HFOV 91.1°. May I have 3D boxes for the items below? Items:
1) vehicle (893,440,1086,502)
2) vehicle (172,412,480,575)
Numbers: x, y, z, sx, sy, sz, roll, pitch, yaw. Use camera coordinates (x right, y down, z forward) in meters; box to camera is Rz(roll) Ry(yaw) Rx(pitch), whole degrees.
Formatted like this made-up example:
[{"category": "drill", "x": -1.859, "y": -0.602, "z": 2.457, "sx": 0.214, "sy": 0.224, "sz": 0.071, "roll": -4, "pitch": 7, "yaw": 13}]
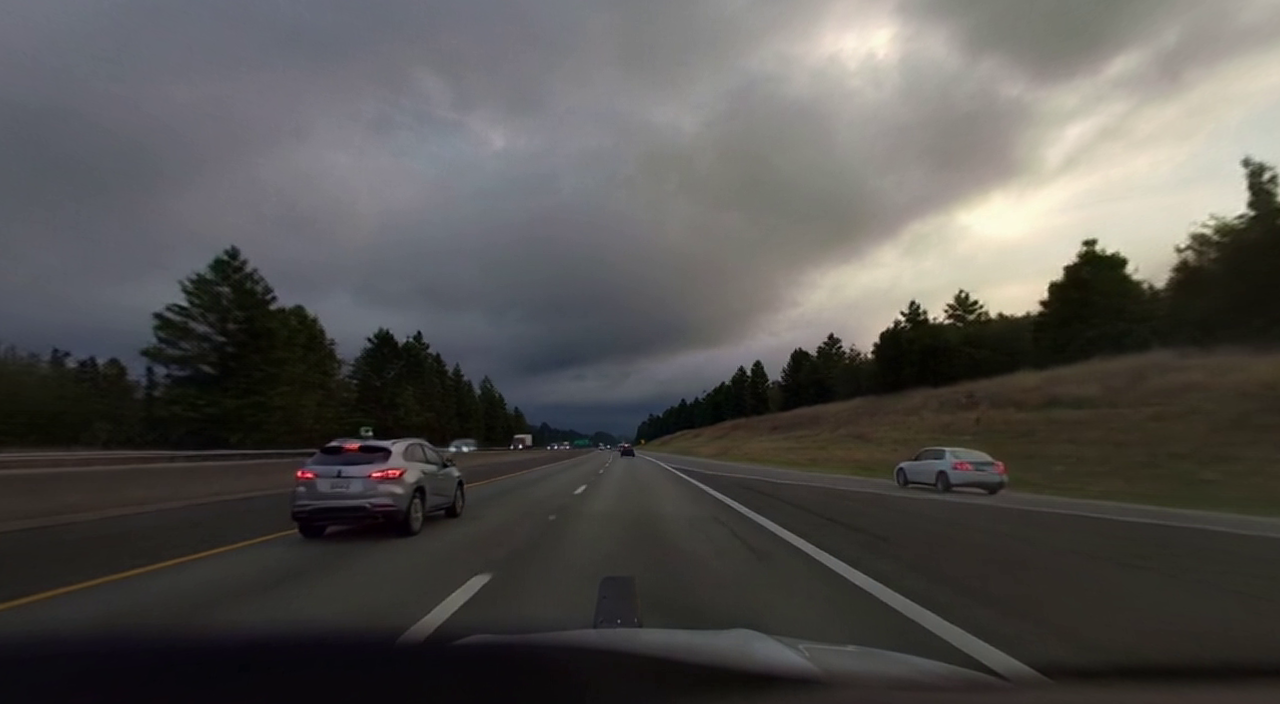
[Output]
[{"category": "vehicle", "x": 10.070, "y": 3.426, "z": 18.649, "sx": 2.117, "sy": 1.558, "sz": 4.736, "roll": 2, "pitch": -9, "yaw": -18}, {"category": "vehicle", "x": -3.934, "y": 1.854, "z": 9.006, "sx": 2.111, "sy": 1.717, "sz": 4.426, "roll": 0, "pitch": -9, "yaw": 0}]
